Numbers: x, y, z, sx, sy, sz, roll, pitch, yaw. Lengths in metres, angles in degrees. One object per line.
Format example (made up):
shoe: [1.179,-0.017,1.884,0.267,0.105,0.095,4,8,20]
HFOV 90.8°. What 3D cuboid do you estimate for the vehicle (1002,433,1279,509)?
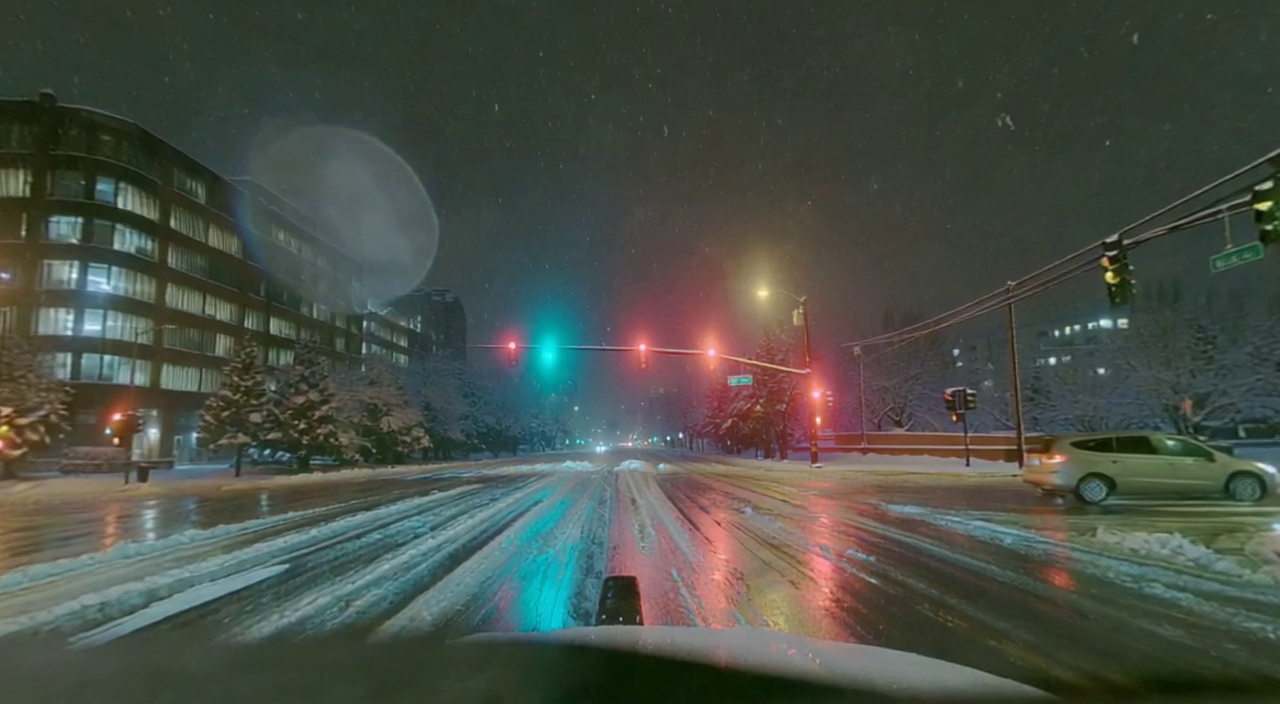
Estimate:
vehicle: [11.383,2.699,14.544,4.774,1.562,1.995,-2,-9,10]
